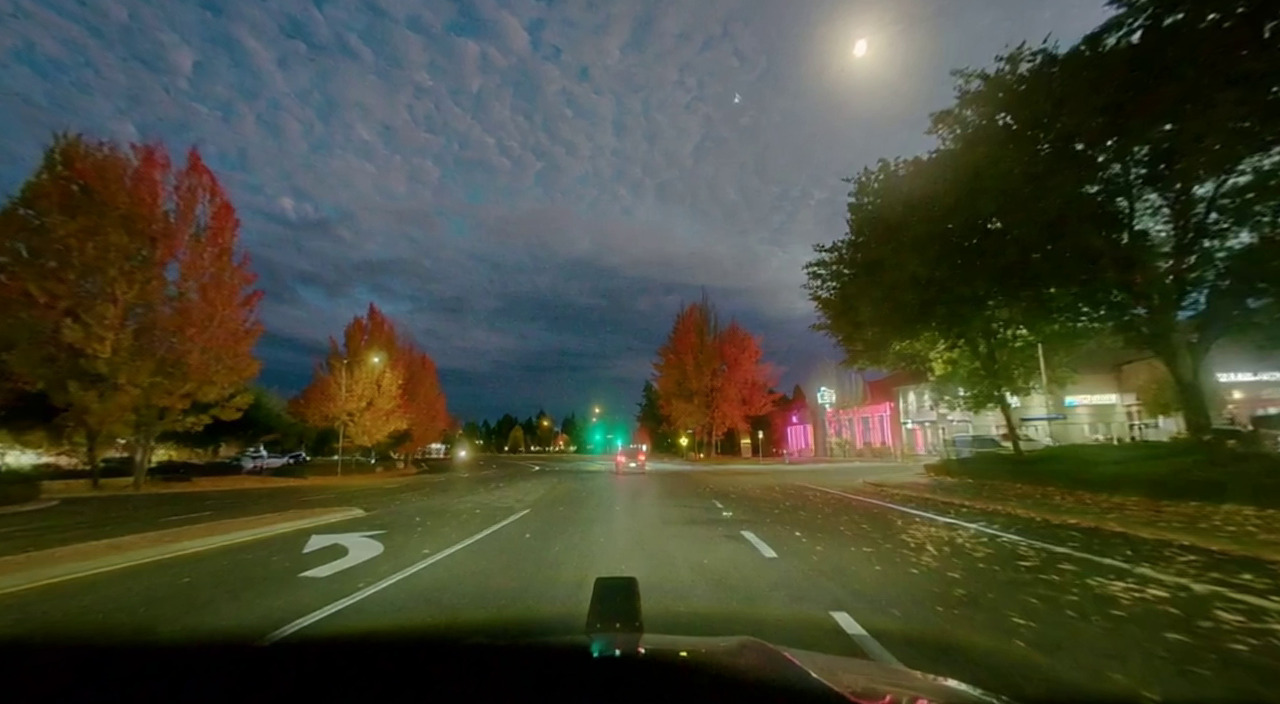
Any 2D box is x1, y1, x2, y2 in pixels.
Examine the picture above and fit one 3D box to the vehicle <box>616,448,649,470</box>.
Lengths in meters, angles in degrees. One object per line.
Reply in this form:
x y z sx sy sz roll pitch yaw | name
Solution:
-0.619 7.570 44.762 2.018 1.512 4.304 1 -9 -5 | vehicle
